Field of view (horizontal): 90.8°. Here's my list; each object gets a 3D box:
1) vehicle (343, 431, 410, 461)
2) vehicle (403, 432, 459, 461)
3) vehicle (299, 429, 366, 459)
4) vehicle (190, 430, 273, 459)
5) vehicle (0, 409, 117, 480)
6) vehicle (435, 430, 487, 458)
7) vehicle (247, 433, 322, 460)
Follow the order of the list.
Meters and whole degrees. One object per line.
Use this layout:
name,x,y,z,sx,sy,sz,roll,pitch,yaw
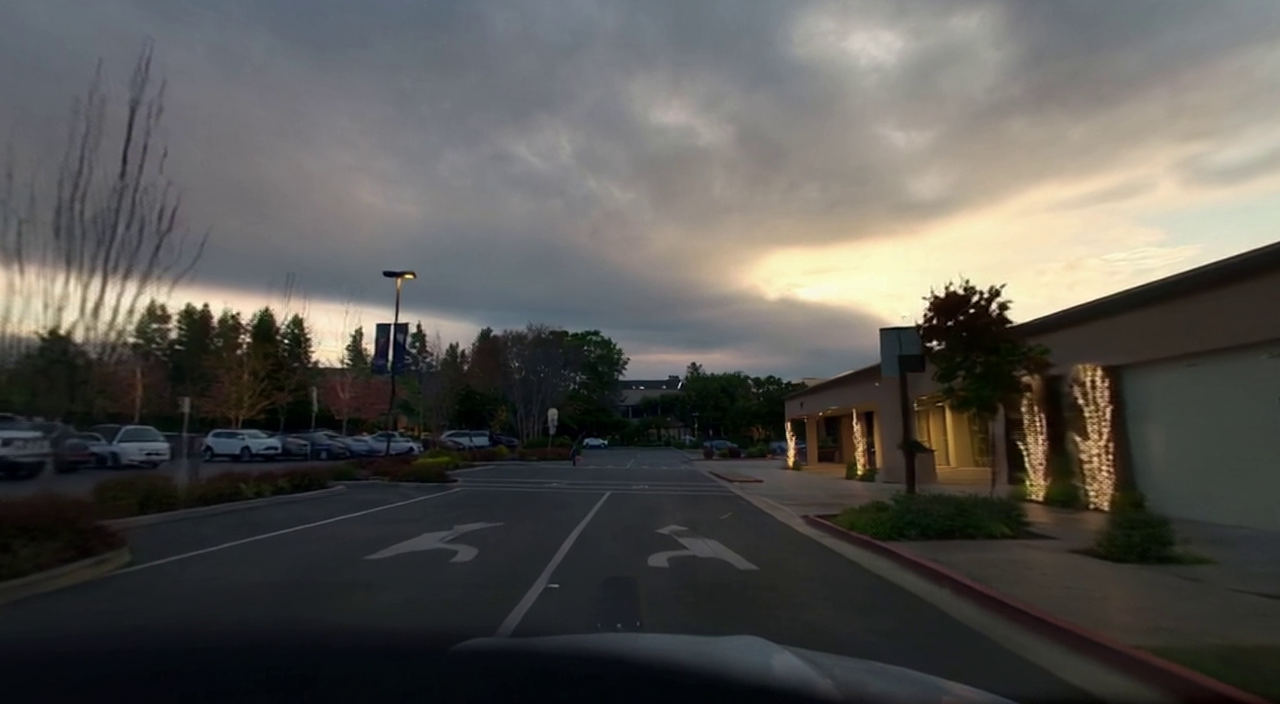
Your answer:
vehicle,-15.281,5.480,36.867,1.928,1.613,4.197,0,-8,3
vehicle,-12.241,5.564,37.273,1.892,1.597,4.259,0,-8,-1
vehicle,-18.068,5.477,37.315,1.902,1.645,3.903,0,-9,1
vehicle,-23.624,5.370,36.740,1.773,1.498,4.085,3,-8,6
vehicle,-18.369,2.715,18.543,1.972,1.923,4.535,0,-8,1
vehicle,-12.117,6.289,43.197,2.058,1.832,5.009,0,-8,0
vehicle,-20.640,5.494,36.827,1.909,1.474,3.908,0,-8,3
